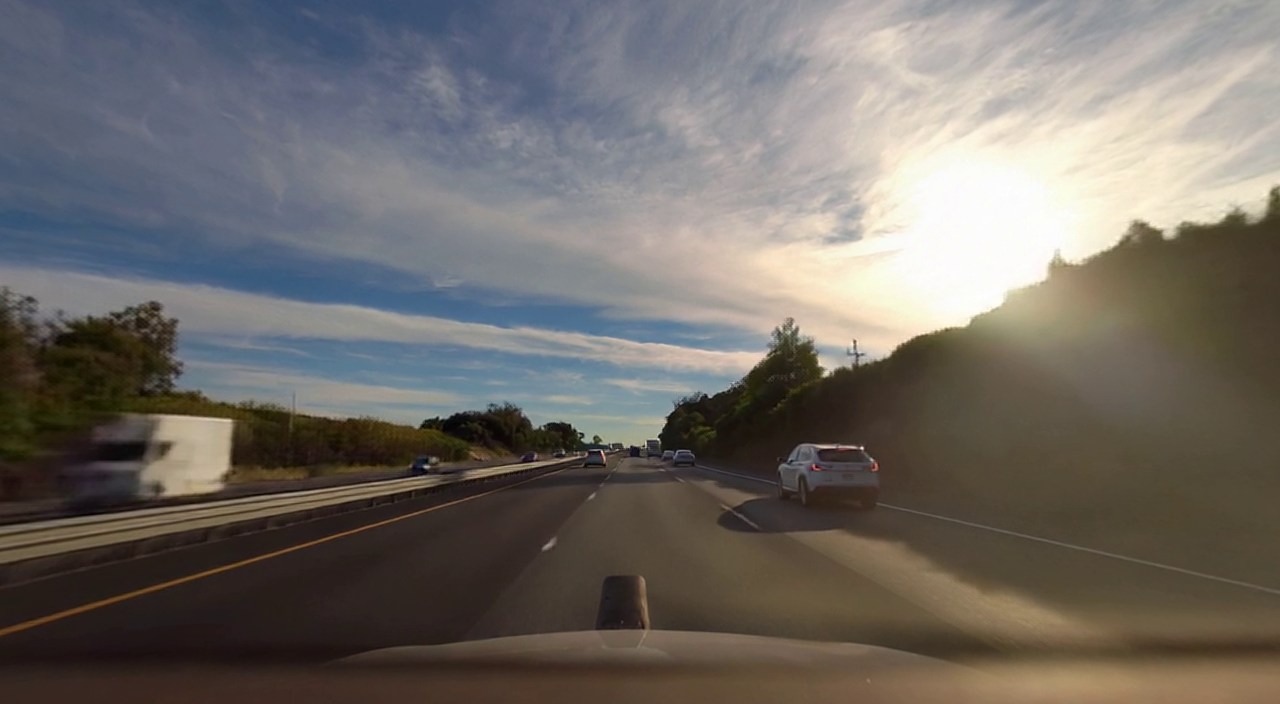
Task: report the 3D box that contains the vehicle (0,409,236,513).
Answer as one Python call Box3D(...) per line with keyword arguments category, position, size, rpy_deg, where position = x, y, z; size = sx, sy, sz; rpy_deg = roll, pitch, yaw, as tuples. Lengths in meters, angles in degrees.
Box3D(category="vehicle", position=(-15.237, 3.211, 18.980), size=(2.246, 2.611, 5.858), rpy_deg=(0, -9, -1))

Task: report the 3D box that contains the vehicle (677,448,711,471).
Box3D(category="vehicle", position=(3.594, 7.191, 42.317), size=(1.846, 1.480, 3.694), rpy_deg=(0, -9, -2))

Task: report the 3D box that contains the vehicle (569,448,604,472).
Box3D(category="vehicle", position=(-3.491, 7.166, 42.142), size=(2.021, 1.507, 4.272), rpy_deg=(0, -9, -1))

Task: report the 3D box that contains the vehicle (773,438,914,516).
Box3D(category="vehicle", position=(4.586, 2.861, 14.909), size=(1.903, 1.566, 3.866), rpy_deg=(0, -9, -2))

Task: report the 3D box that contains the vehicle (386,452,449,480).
Box3D(category="vehicle", position=(-12.180, 6.256, 34.895), size=(1.951, 1.462, 4.378), rpy_deg=(0, -9, -1))
